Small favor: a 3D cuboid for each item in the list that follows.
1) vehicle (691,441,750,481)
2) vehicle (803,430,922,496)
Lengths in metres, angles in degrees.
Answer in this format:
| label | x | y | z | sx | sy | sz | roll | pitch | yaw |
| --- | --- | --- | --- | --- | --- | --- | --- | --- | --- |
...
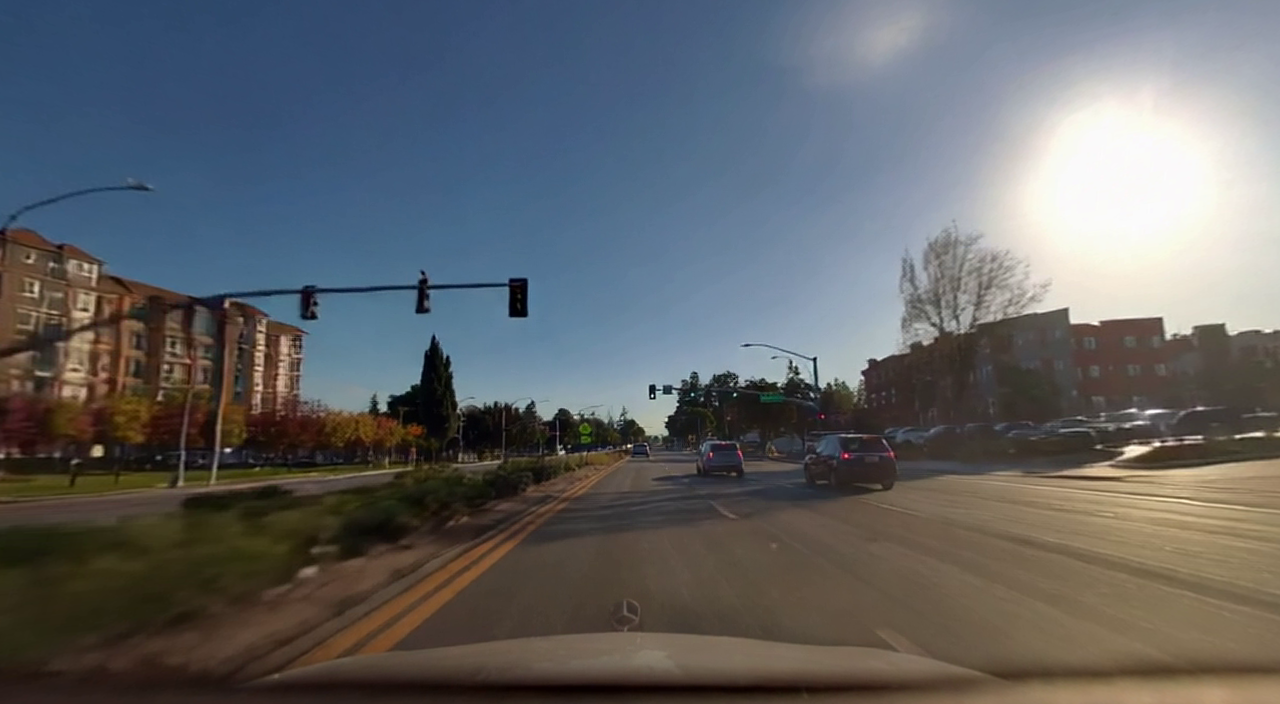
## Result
| label | x | y | z | sx | sy | sz | roll | pitch | yaw |
| --- | --- | --- | --- | --- | --- | --- | --- | --- | --- |
| vehicle | 3.367 | 4.653 | 27.199 | 1.917 | 1.538 | 4.259 | 0 | -9 | -1 |
| vehicle | 6.679 | 3.390 | 19.624 | 1.946 | 1.773 | 4.641 | 0 | -9 | -1 |
